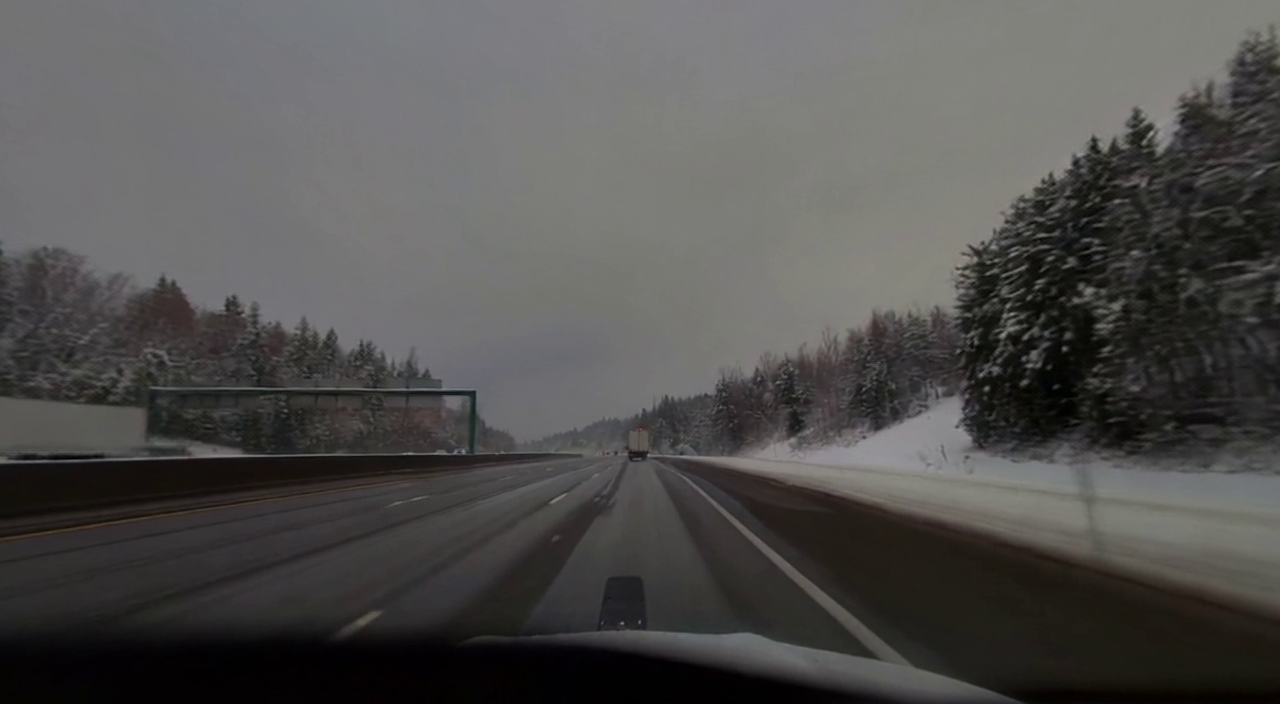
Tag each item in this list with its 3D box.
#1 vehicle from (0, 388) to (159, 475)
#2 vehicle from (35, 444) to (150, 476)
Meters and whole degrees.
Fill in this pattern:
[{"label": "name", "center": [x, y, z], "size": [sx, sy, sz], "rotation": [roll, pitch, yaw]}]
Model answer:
[{"label": "vehicle", "center": [-32.537, 4.122, 32.137], "size": [2.884, 4.194, 16.639], "rotation": [0, -8, -1]}, {"label": "vehicle", "center": [-28.193, 5.542, 32.563], "size": [1.851, 1.549, 4.520], "rotation": [0, -8, 0]}]
